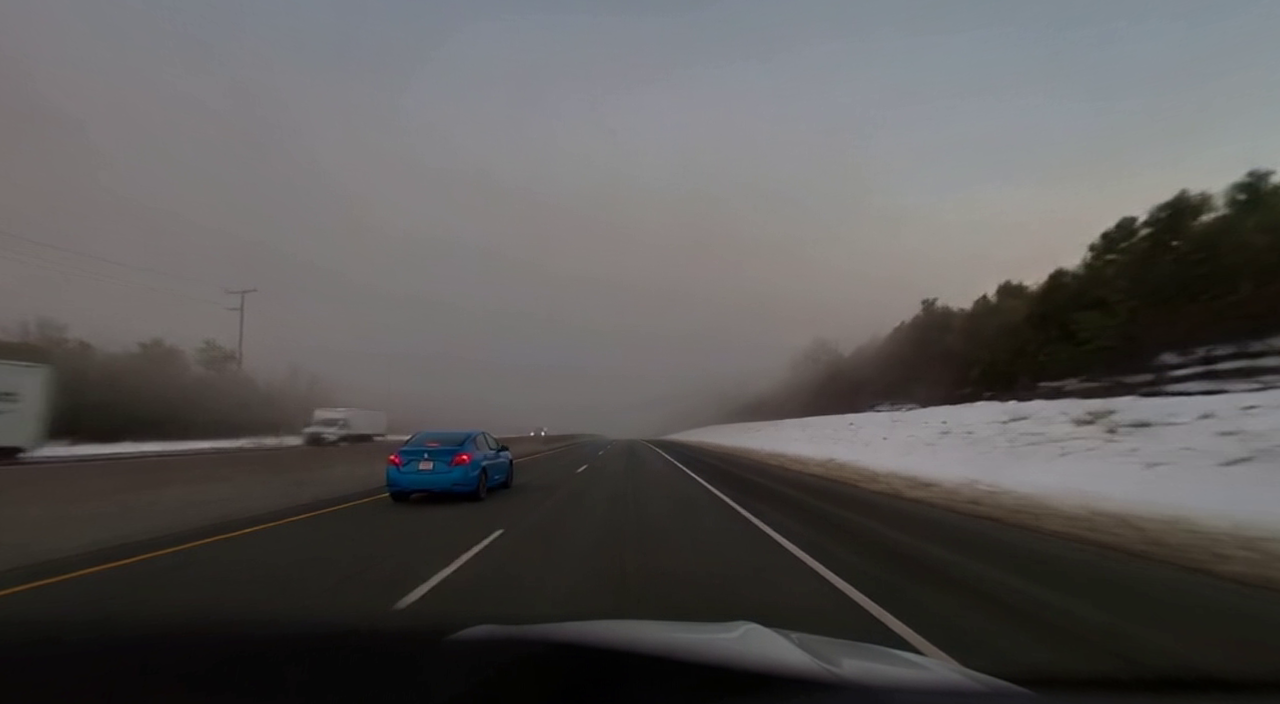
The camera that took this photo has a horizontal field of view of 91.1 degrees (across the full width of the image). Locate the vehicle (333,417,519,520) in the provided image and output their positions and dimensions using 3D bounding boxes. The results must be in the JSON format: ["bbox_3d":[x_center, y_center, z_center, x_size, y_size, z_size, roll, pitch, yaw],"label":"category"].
[{"bbox_3d":[-3.606,2.018,11.491,1.999,1.536,3.969,0,-8,0],"label":"vehicle"}]
